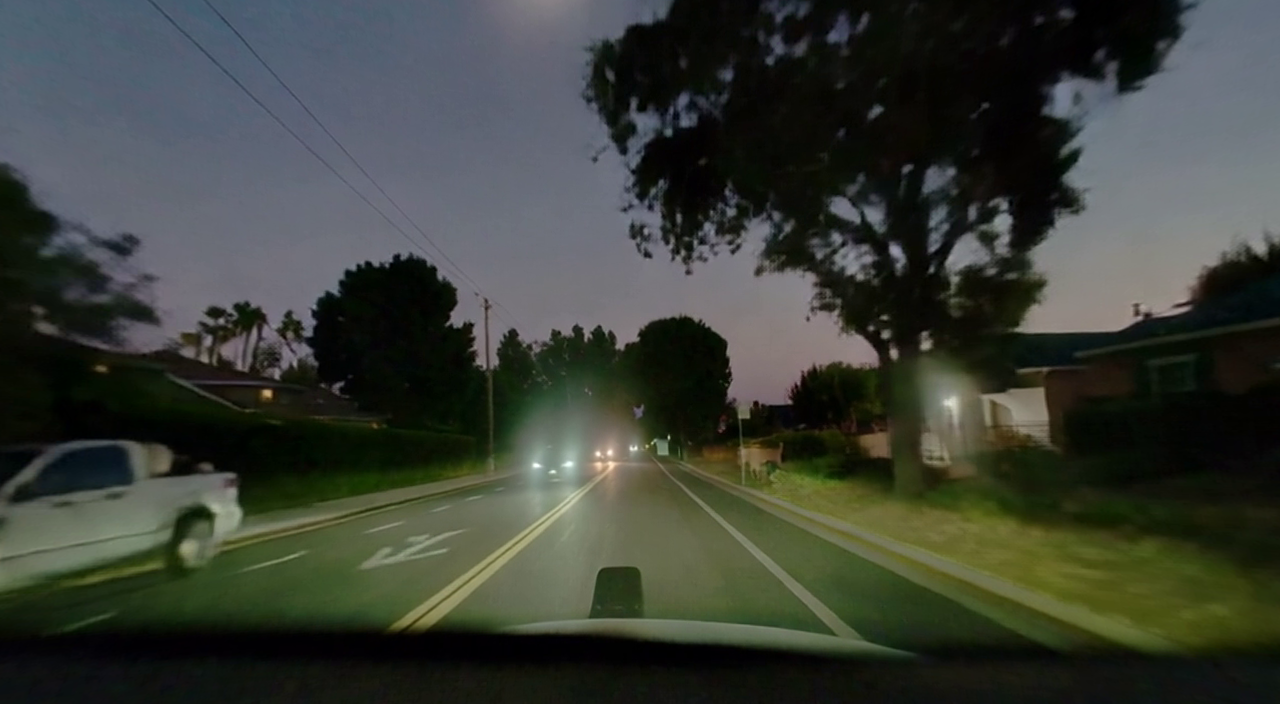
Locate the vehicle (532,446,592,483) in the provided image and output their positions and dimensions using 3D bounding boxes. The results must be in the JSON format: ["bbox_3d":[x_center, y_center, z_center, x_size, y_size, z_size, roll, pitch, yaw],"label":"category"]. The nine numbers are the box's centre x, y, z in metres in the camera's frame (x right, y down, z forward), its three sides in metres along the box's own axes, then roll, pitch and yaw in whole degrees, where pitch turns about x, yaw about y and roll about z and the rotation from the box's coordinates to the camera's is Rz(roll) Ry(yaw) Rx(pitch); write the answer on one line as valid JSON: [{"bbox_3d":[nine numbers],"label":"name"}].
[{"bbox_3d":[-3.427,5.035,28.611,2.074,1.527,4.438,-1,-9,1],"label":"vehicle"}]

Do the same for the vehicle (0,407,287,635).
[{"bbox_3d":[-6.529,1.817,7.255,2.176,1.885,5.174,-4,-9,-2],"label":"vehicle"}]
